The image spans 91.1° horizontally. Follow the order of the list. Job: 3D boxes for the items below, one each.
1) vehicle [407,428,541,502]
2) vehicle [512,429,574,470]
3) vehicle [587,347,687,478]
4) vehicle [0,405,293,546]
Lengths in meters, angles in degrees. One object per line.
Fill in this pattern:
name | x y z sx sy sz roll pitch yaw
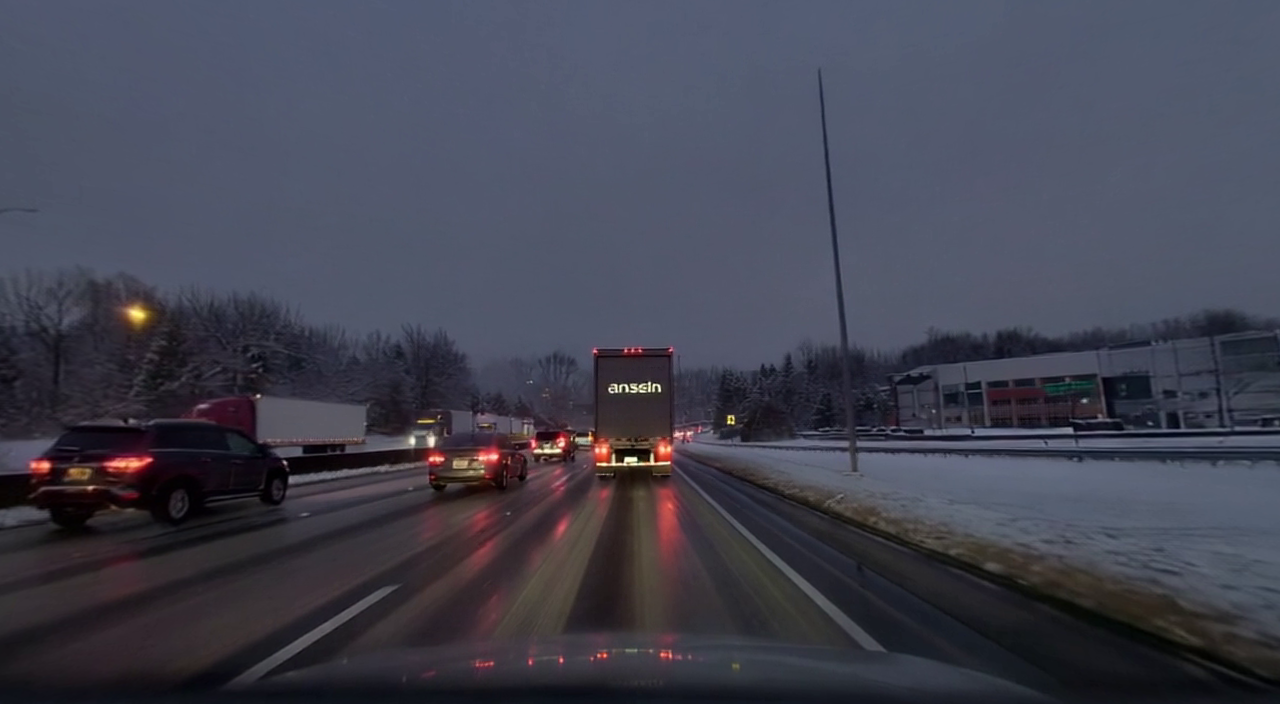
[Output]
vehicle | -3.753 2.611 15.088 1.964 1.507 4.361 0 -8 1
vehicle | -4.010 4.096 26.759 1.946 1.599 4.073 0 -8 1
vehicle | -0.240 2.654 25.771 3.171 4.204 11.036 0 -8 -2
vehicle | -7.750 1.808 9.927 1.998 1.698 4.461 0 -8 -1
